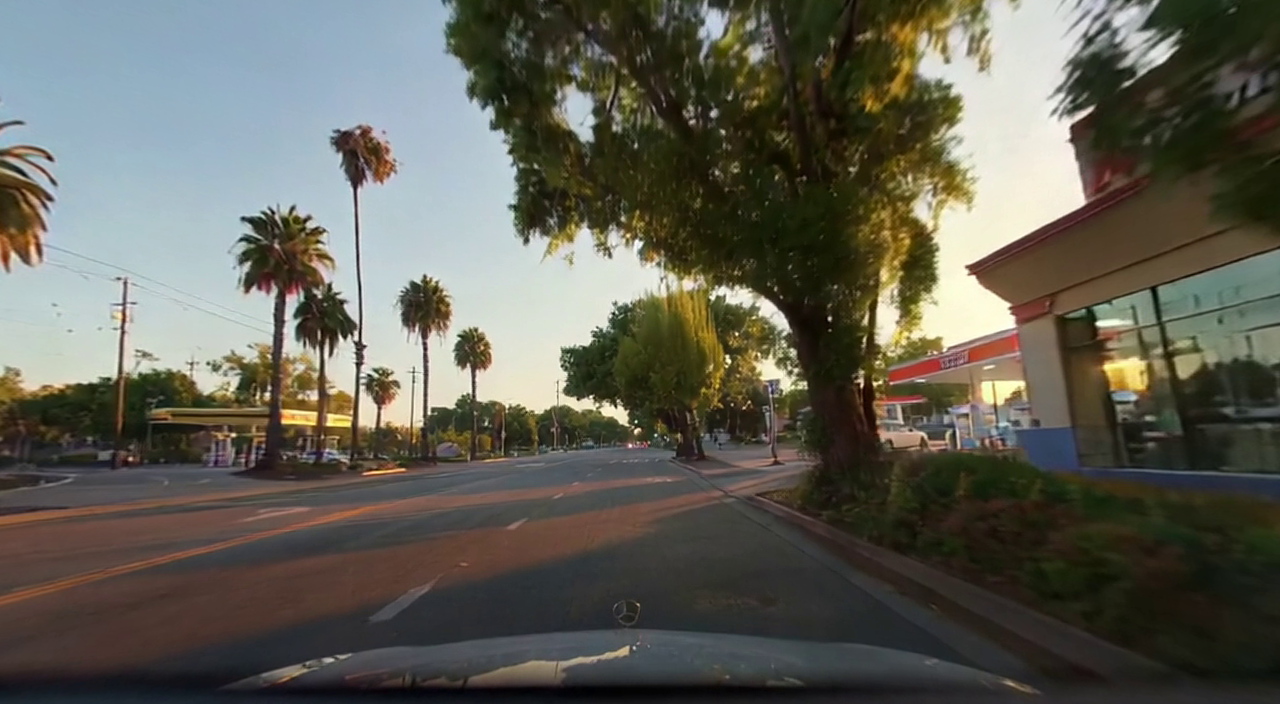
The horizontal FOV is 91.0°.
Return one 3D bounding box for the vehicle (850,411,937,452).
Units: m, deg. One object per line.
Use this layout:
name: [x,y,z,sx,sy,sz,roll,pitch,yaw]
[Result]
vehicle: [16.026,5.075,39.661,5.529,2.395,2.399,6,-10,-35]
